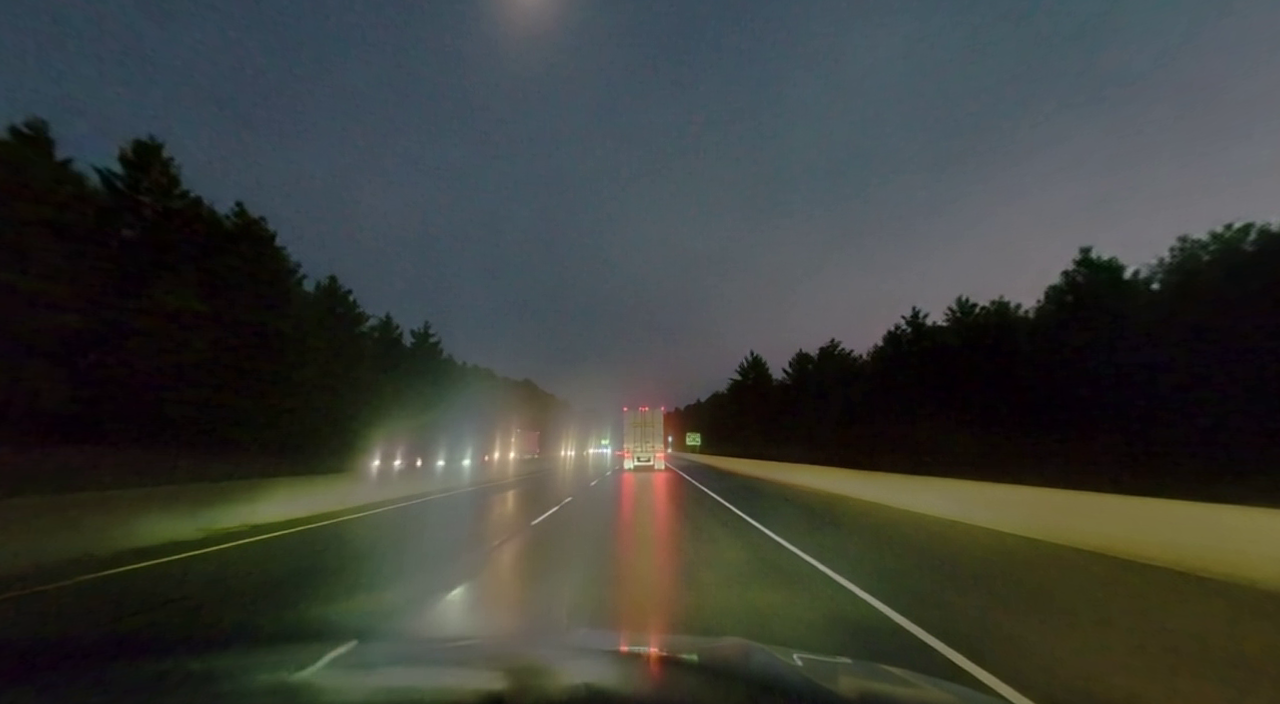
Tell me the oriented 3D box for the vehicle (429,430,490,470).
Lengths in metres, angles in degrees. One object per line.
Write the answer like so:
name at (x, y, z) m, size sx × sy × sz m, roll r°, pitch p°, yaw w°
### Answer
vehicle at (-12.447, 6.864, 44.025) m, size 2.282 × 2.547 × 5.989 m, roll 0°, pitch -9°, yaw 2°

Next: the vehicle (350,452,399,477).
vehicle at (-16.444, 6.949, 39.138) m, size 1.595 × 1.483 × 3.151 m, roll 0°, pitch -9°, yaw 1°

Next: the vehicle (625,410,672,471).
vehicle at (0.474, 6.604, 46.509) m, size 3.024 × 3.965 × 10.399 m, roll 0°, pitch -9°, yaw -1°
